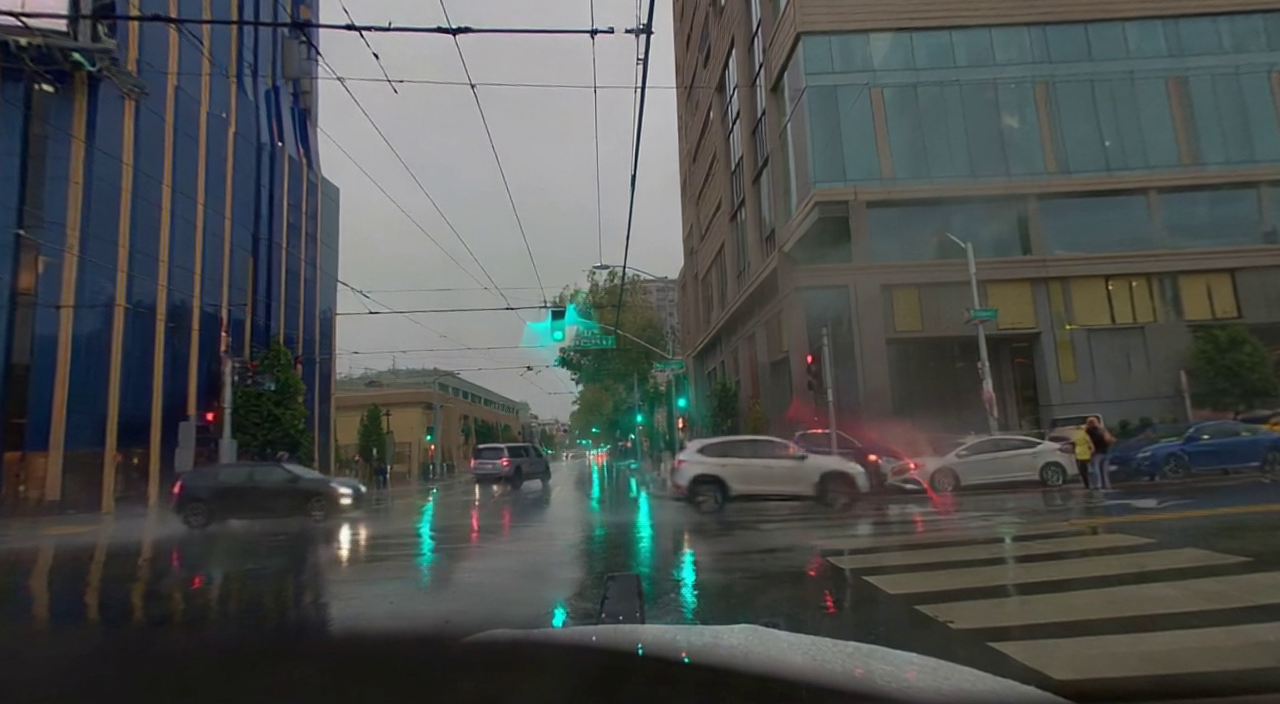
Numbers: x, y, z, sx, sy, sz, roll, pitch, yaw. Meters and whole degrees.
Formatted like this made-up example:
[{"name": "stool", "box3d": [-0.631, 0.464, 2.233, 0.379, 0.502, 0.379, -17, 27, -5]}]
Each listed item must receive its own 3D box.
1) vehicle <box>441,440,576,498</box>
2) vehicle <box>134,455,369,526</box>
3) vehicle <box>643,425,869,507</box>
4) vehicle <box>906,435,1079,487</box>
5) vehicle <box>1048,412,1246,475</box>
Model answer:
[{"name": "vehicle", "box3d": [-4.759, 4.301, 23.802, 2.137, 1.910, 5.120, -5, -10, 28]}, {"name": "vehicle", "box3d": [-9.682, 3.456, 16.092, 4.637, 1.624, 1.927, 0, -8, -3]}, {"name": "vehicle", "box3d": [2.514, 2.640, 14.560, 4.629, 1.696, 2.098, 1, -12, -7]}, {"name": "vehicle", "box3d": [11.390, 3.524, 20.557, 4.697, 1.510, 1.596, 0, -9, -4]}, {"name": "vehicle", "box3d": [16.755, 3.046, 21.070, 4.944, 1.946, 1.952, 0, -8, -3]}]
